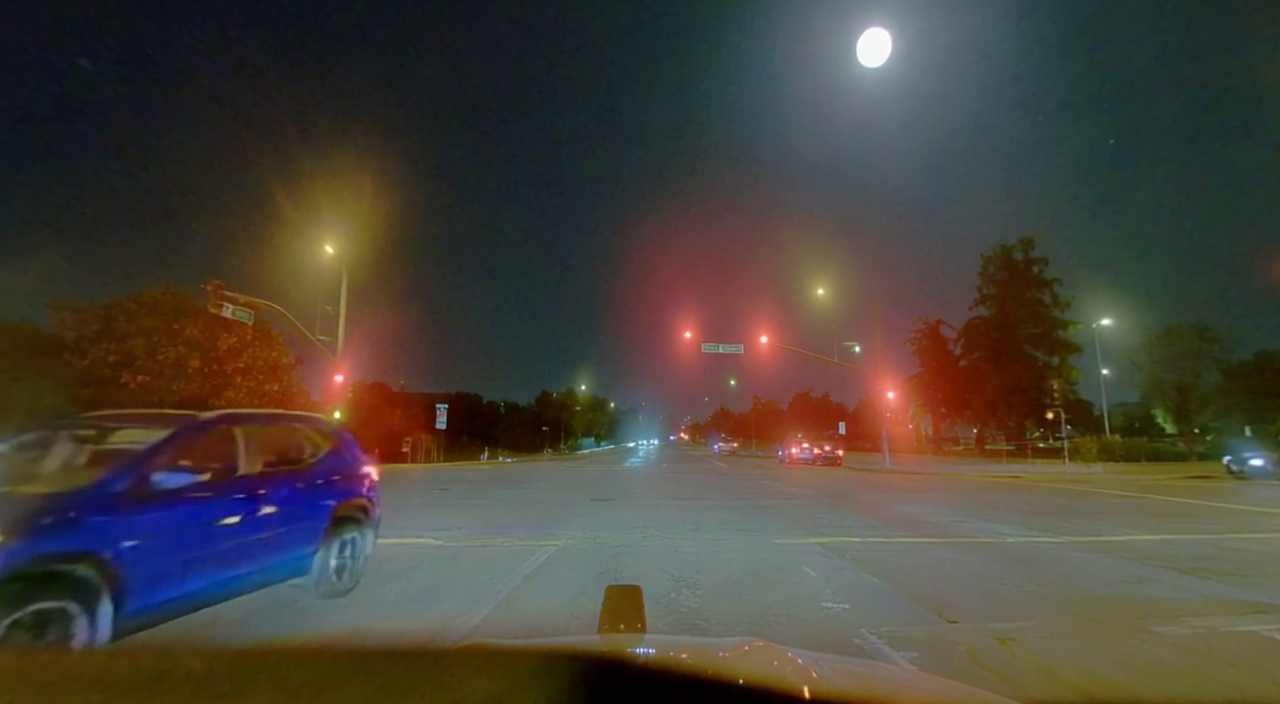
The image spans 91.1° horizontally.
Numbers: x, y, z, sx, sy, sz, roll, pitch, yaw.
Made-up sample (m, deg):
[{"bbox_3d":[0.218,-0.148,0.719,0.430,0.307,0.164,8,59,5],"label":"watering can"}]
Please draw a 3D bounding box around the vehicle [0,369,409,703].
[{"bbox_3d":[-3.872,1.195,4.491,2.134,1.768,4.580,-1,-8,9],"label":"vehicle"}]
